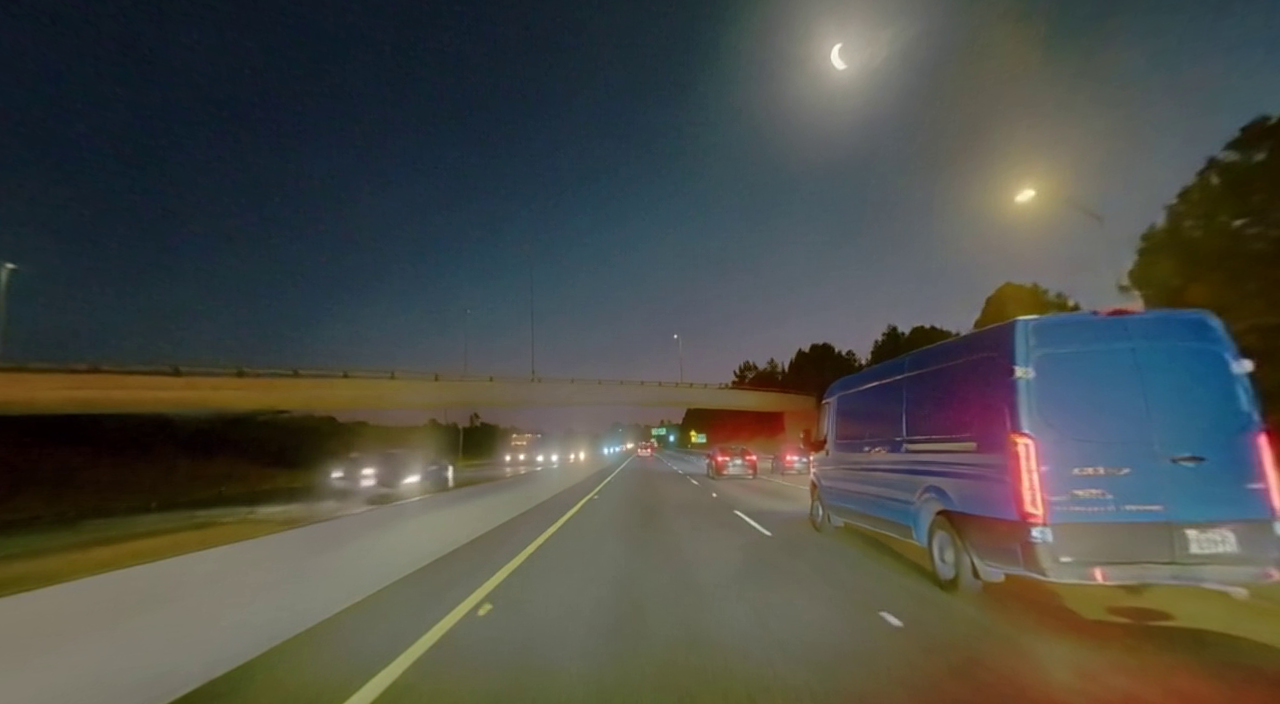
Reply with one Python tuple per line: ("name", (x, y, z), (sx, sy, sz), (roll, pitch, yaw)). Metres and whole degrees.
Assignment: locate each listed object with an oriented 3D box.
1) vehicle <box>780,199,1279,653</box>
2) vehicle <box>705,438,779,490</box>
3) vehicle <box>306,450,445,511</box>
("vehicle", (3.797, 0.964, 7.831), (2.460, 3.155, 6.902), (0, -9, 0))
("vehicle", (3.663, 4.131, 23.455), (2.009, 1.731, 4.149), (0, -9, -1))
("vehicle", (-7.685, 3.744, 18.928), (2.106, 1.549, 4.622), (0, -9, 1))
